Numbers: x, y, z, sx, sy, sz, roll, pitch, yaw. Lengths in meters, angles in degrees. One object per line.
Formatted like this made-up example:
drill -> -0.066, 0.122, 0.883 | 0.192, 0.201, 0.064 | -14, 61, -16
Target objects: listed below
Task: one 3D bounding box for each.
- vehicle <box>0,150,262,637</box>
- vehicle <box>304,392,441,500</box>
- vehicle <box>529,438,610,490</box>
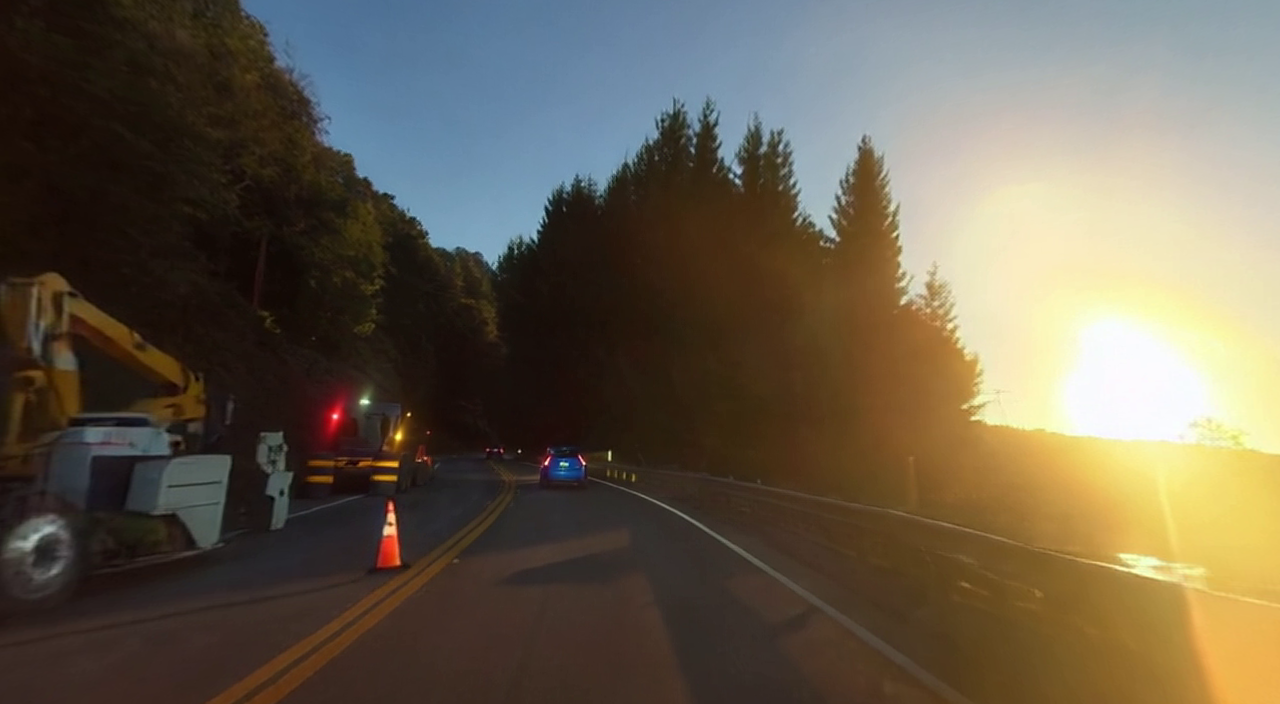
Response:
vehicle -> -5.417, 0.283, 4.252 | 2.364, 3.191, 4.942 | 0, -8, 3
vehicle -> -7.188, 2.600, 17.525 | 2.257, 2.597, 4.069 | 1, -8, -6
vehicle -> -2.425, 3.627, 20.751 | 2.259, 1.503, 4.075 | 2, -9, -12
